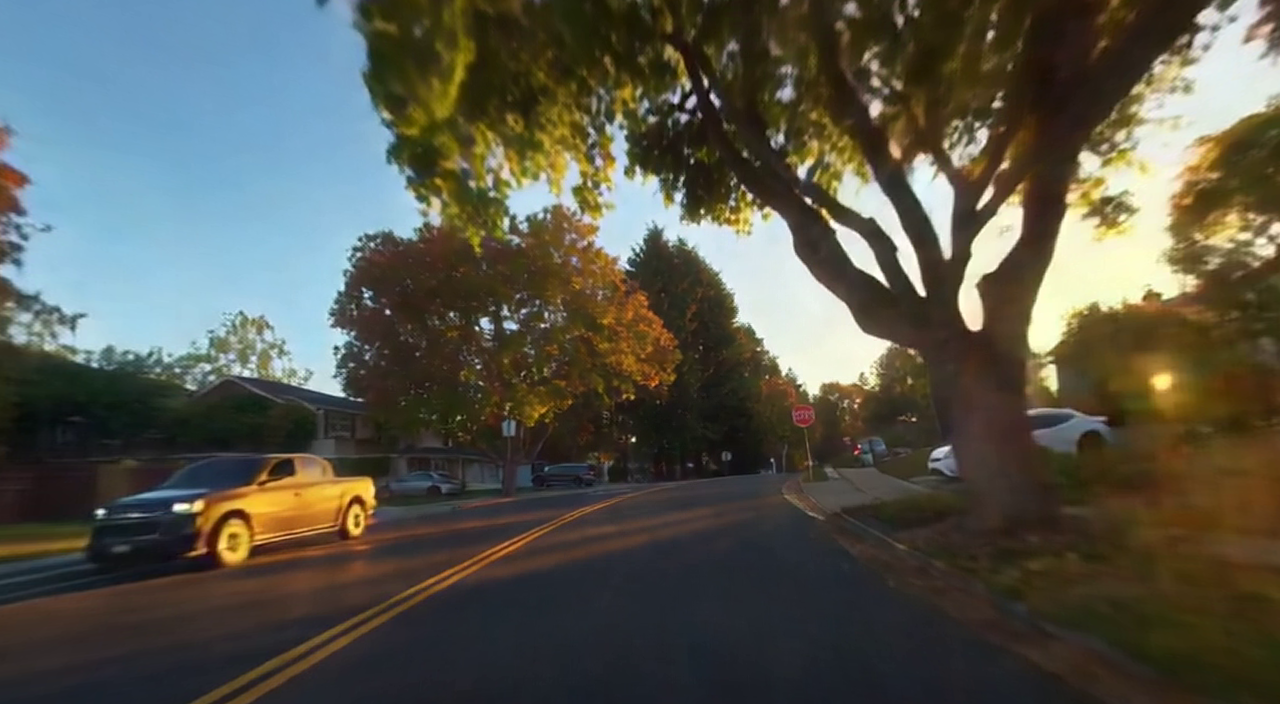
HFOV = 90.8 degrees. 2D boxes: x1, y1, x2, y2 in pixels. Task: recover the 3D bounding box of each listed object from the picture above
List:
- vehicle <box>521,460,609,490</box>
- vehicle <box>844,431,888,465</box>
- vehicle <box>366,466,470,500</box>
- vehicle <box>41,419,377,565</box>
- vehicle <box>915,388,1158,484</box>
[{"bbox_3d":[-5.140,8.549,43.884,5.643,1.759,2.110,-2,-19,9],"label":"vehicle"},{"bbox_3d":[13.701,5.801,38.505,2.163,1.885,4.804,-3,-8,16],"label":"vehicle"},{"bbox_3d":[-10.307,6.095,29.524,4.175,1.492,1.845,0,-10,0],"label":"vehicle"},{"bbox_3d":[-6.251,2.414,9.982,1.963,1.539,4.210,-3,-22,6],"label":"vehicle"},{"bbox_3d":[10.160,2.232,16.540,4.740,1.638,2.018,-4,-24,-1],"label":"vehicle"}]
